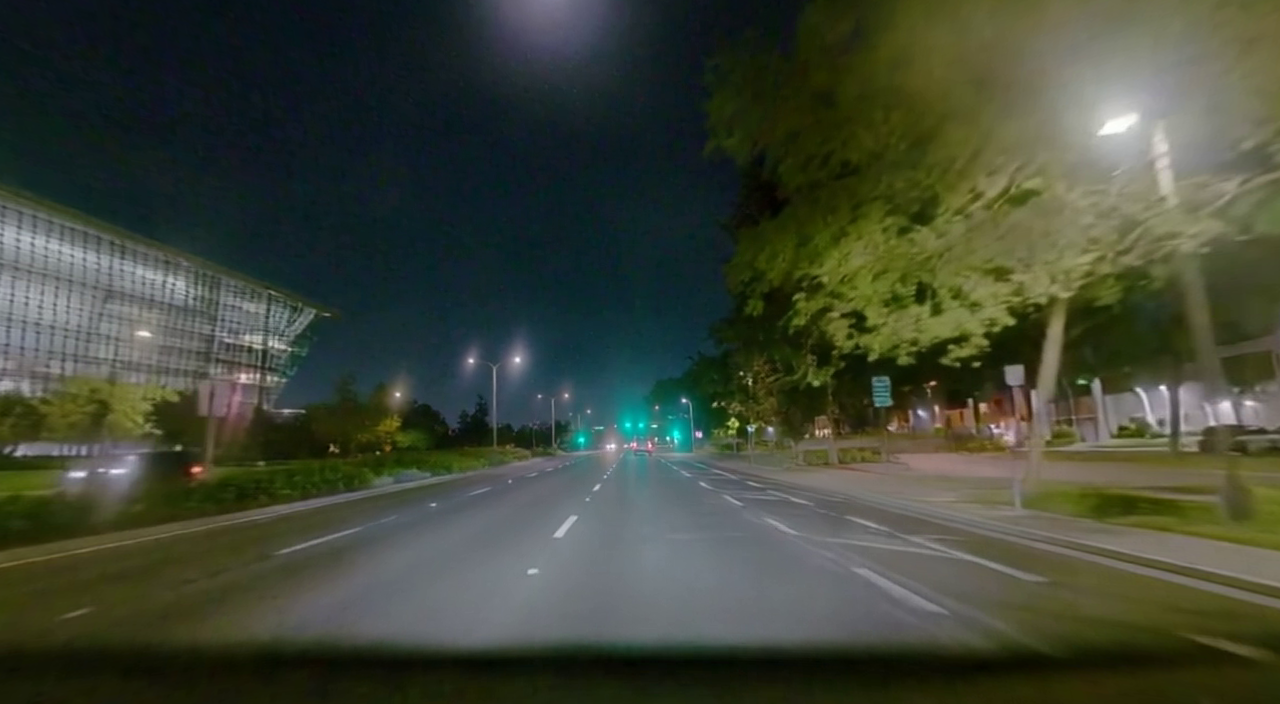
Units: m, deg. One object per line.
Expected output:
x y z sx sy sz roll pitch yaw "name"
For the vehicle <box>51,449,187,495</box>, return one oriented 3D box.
-20.754 4.759 25.466 1.835 1.606 4.289 0 -8 -1 "vehicle"
